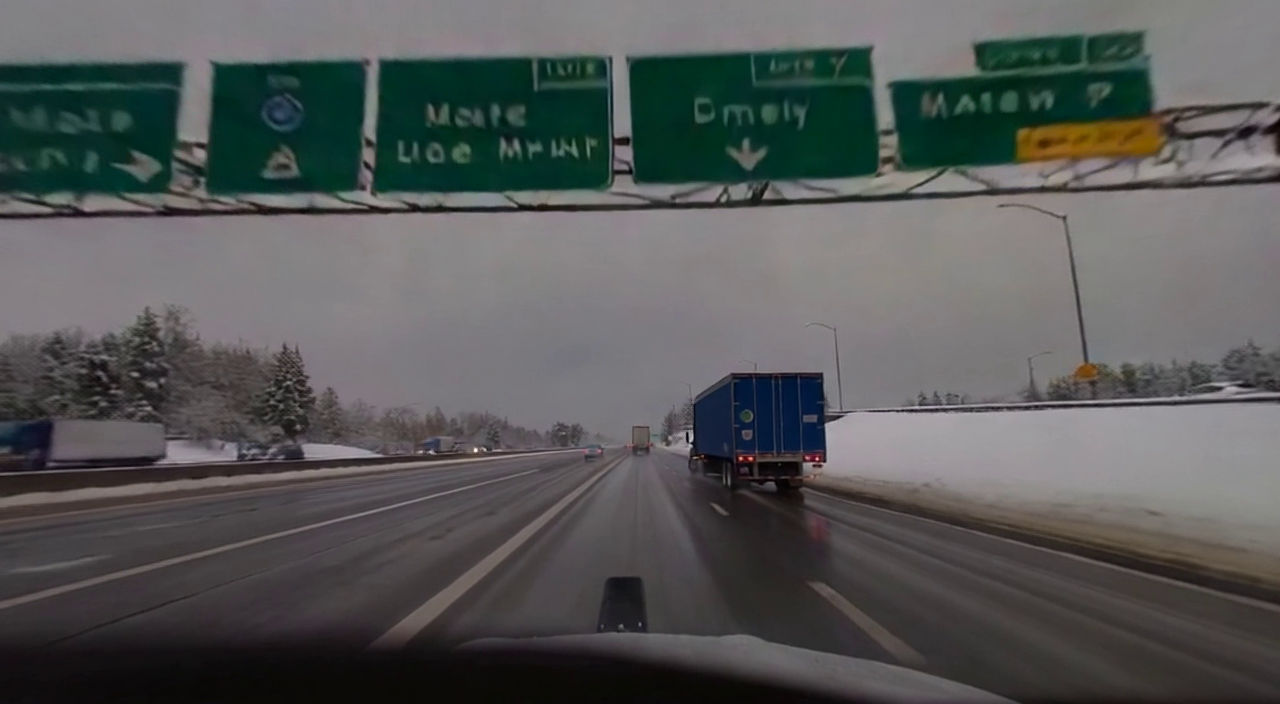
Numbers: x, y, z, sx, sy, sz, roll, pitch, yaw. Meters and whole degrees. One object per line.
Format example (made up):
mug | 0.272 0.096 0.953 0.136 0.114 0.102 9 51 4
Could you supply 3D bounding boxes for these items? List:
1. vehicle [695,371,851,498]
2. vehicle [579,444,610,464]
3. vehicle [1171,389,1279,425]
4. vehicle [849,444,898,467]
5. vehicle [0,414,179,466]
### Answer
vehicle | 4.006 2.969 22.156 3.049 3.395 10.595 0 -9 -1
vehicle | -3.572 8.086 49.882 2.143 1.529 4.918 0 -9 -1
vehicle | 28.545 2.713 30.309 1.928 1.603 4.315 1 -7 -2
vehicle | 17.458 7.757 47.071 2.021 1.549 4.322 1 -9 0
vehicle | -34.406 5.462 38.511 2.707 2.682 12.974 0 -8 -1
